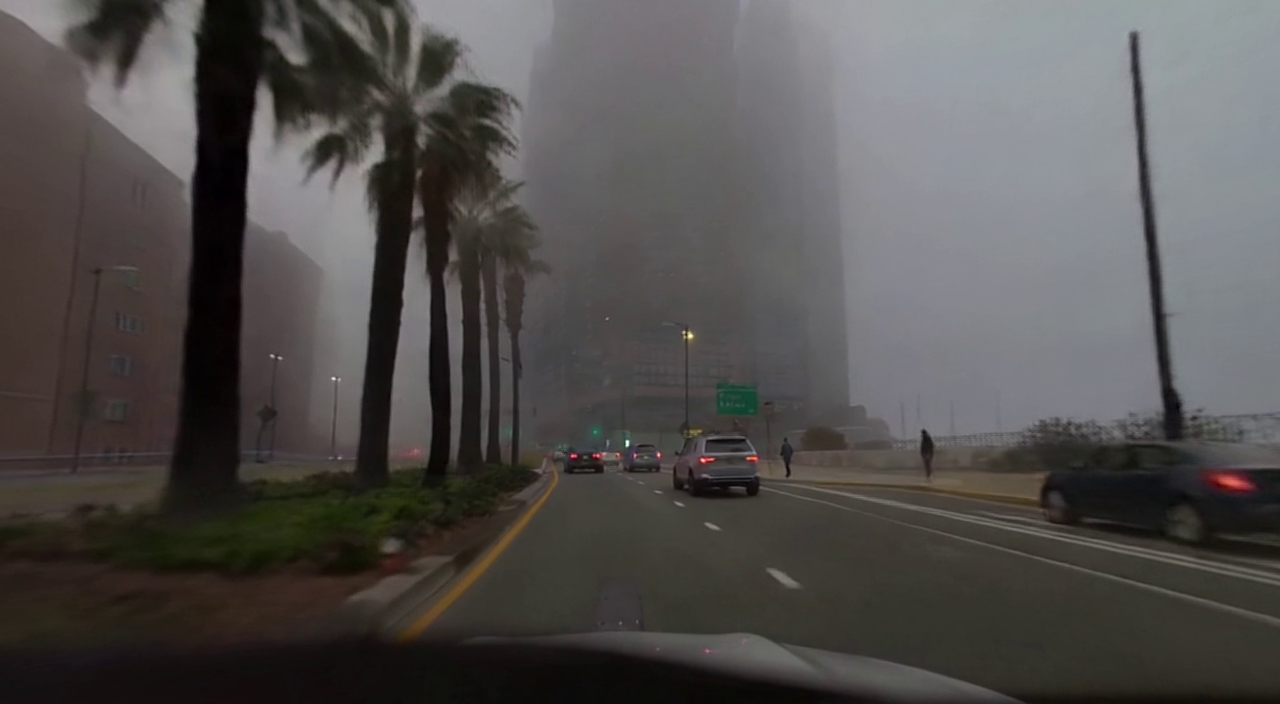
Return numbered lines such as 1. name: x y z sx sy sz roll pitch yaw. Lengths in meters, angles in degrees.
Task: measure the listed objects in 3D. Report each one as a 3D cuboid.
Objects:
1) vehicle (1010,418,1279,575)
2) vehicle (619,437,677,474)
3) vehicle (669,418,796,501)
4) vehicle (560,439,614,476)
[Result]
1. vehicle: 7.434 1.825 8.777 1.914 1.596 4.494 0 -9 1
2. vehicle: 0.308 5.317 32.656 2.214 1.711 4.474 1 -9 -9
3. vehicle: 2.364 2.984 17.876 2.407 1.991 5.130 0 -9 -5
4. vehicle: -2.648 5.041 30.458 2.332 1.625 4.933 1 -9 -8
